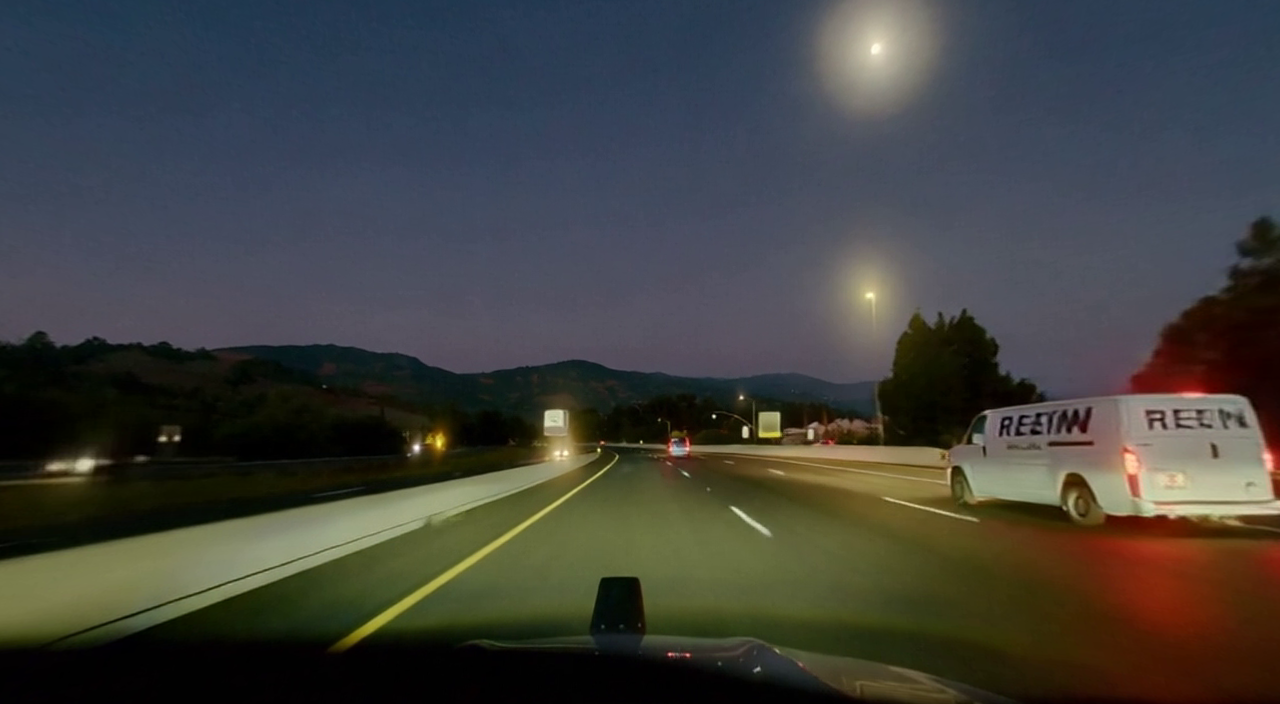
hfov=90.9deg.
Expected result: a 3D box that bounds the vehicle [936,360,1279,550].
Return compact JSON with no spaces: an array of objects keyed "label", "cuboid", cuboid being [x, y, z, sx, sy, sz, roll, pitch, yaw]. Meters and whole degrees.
[{"label":"vehicle","cuboid":[7.061,1.509,9.679,2.275,2.059,5.543,0,-8,0]}]
